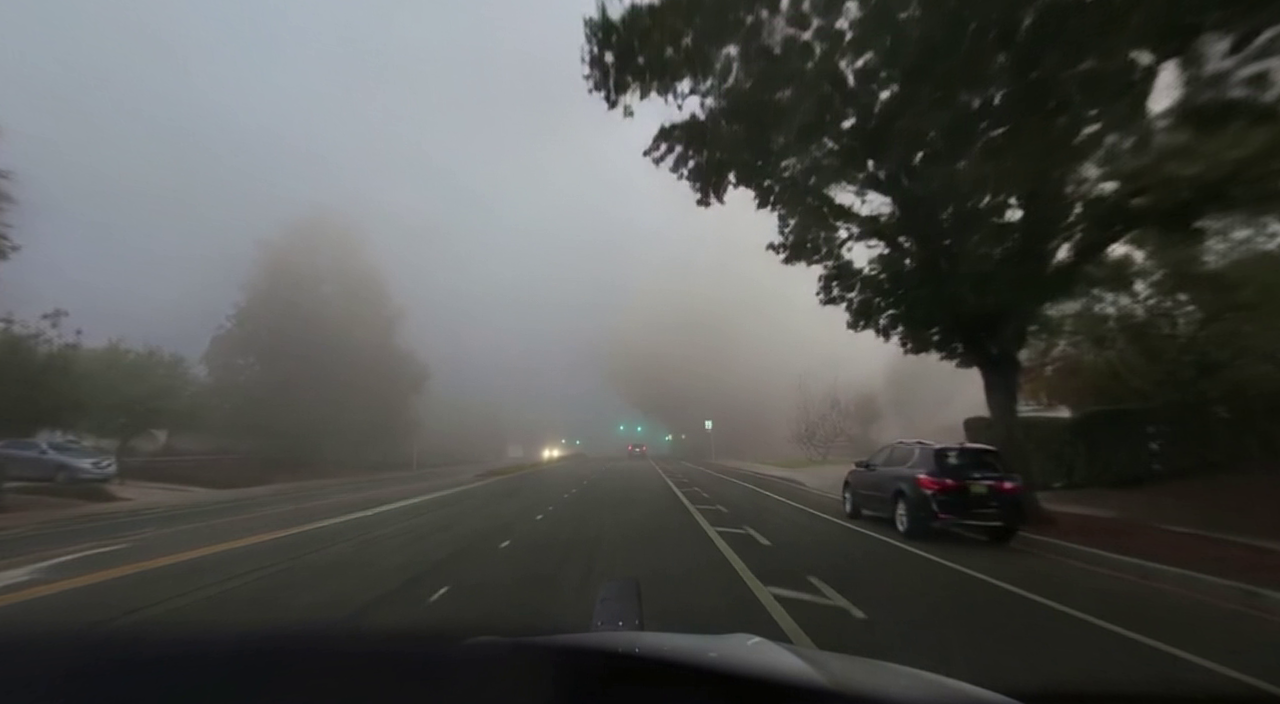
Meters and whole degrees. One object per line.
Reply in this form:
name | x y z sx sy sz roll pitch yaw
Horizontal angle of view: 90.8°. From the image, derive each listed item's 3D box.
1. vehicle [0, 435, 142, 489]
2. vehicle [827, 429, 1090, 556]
vehicle | -21.203 3.910 22.754 4.666 1.677 1.978 3 -9 -2
vehicle | 4.858 2.179 10.641 1.967 1.631 4.692 0 -8 0
